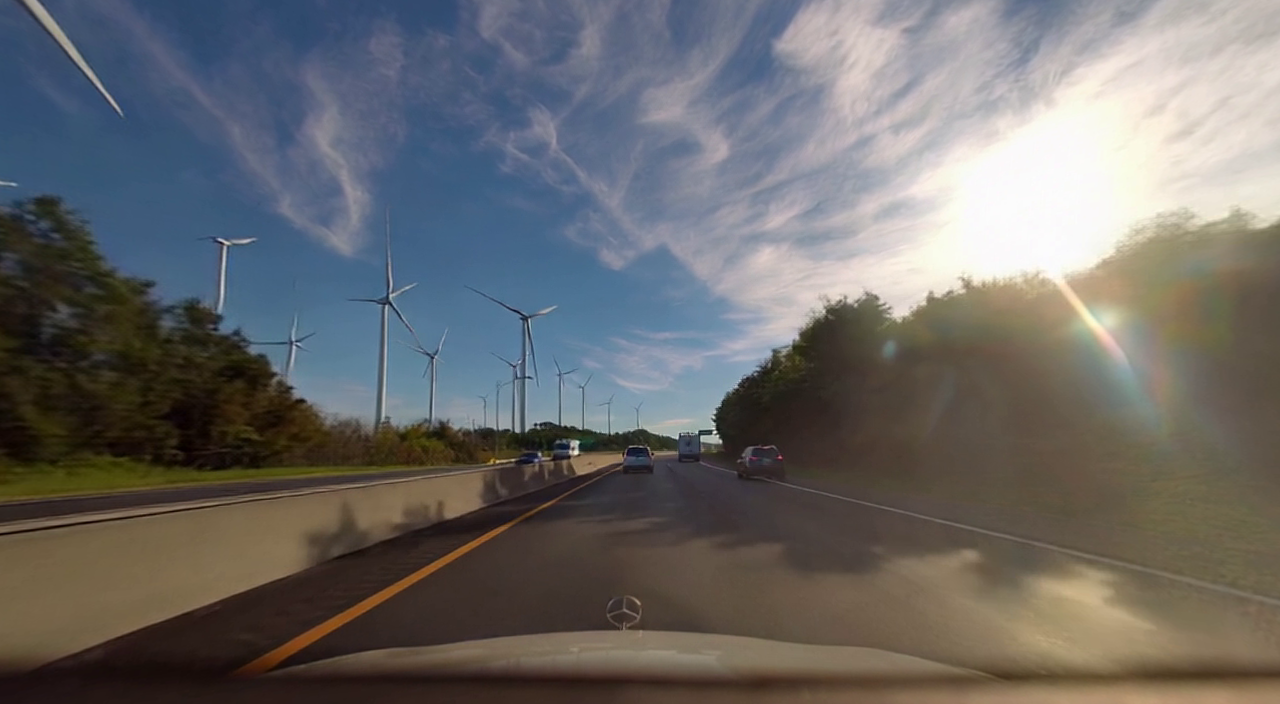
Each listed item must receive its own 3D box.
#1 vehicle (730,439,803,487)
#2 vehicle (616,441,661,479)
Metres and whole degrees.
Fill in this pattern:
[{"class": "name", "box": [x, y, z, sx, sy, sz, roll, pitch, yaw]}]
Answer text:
[{"class": "vehicle", "box": [4.944, 4.389, 25.265, 2.040, 1.721, 4.507, 0, -9, 1]}, {"class": "vehicle", "box": [-0.045, 5.272, 31.005, 2.038, 1.723, 4.150, 0, -9, 1]}]
